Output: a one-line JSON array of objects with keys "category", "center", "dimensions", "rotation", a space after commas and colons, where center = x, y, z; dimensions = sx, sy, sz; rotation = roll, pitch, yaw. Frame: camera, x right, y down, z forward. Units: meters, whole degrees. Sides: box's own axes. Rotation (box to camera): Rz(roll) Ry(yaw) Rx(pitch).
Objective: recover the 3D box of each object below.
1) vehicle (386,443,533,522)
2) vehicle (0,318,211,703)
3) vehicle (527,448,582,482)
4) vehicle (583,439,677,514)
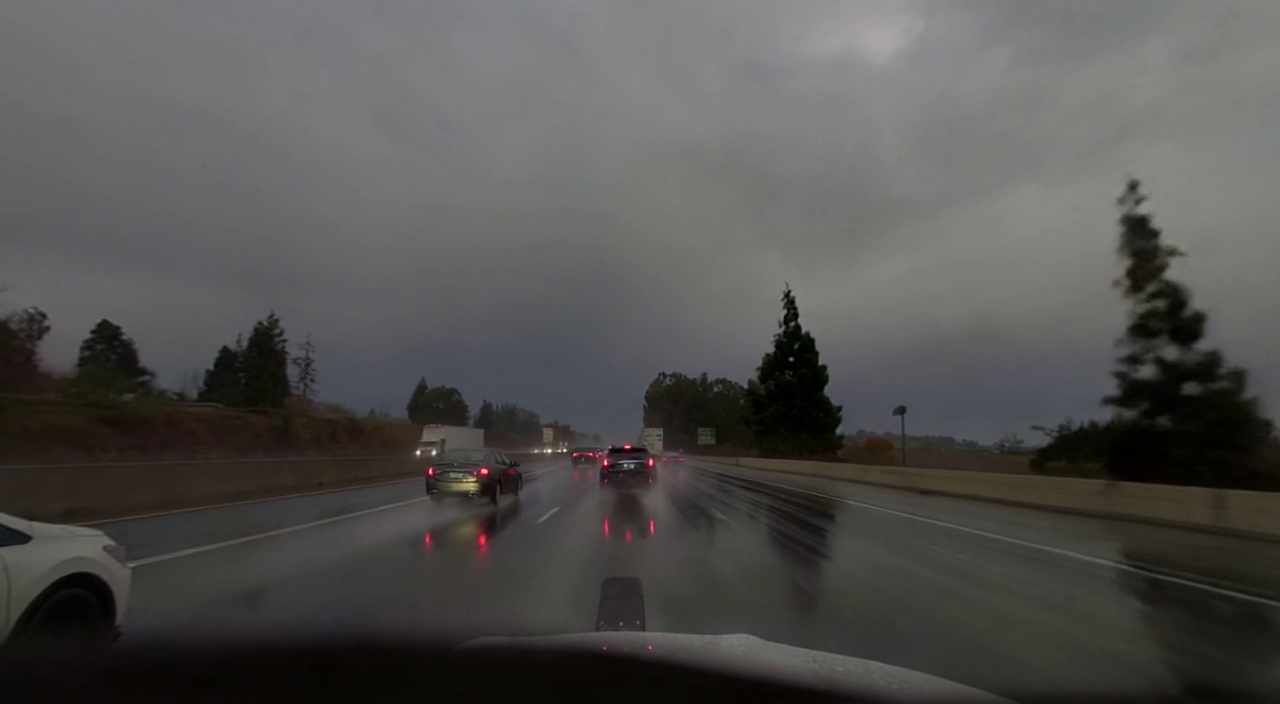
[{"category": "vehicle", "center": [-3.849, 2.856, 14.369], "dimensions": [1.988, 1.501, 4.438], "rotation": [0, -9, 0]}, {"category": "vehicle", "center": [-3.953, 0.612, 1.540], "dimensions": [2.243, 1.889, 4.949], "rotation": [0, -9, 1]}, {"category": "vehicle", "center": [-4.036, 5.394, 30.408], "dimensions": [1.999, 1.484, 4.269], "rotation": [0, -9, 1]}, {"category": "vehicle", "center": [-0.219, 2.923, 15.164], "dimensions": [1.996, 1.574, 3.426], "rotation": [0, -9, 0]}]
